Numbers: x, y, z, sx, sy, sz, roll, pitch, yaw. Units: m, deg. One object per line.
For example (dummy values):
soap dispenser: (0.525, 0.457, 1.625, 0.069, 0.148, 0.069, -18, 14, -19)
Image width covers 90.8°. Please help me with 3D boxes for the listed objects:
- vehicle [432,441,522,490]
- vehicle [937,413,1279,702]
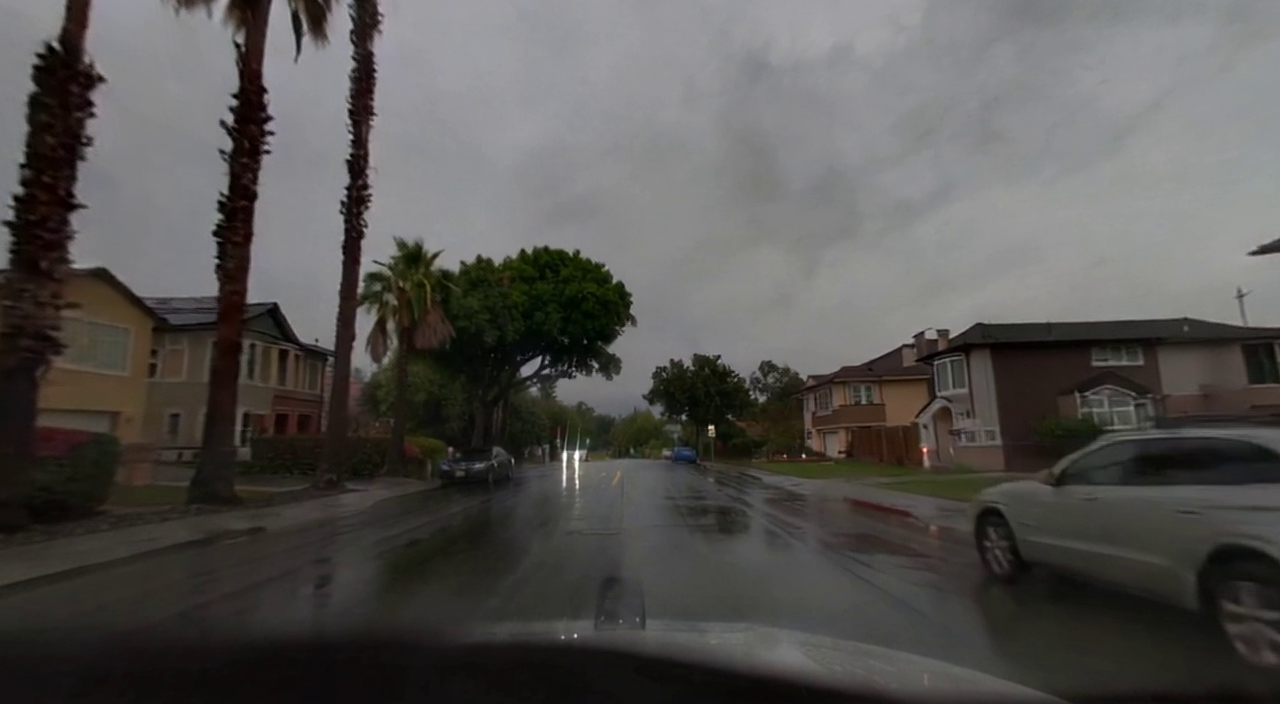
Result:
vehicle: (-5.726, 4.006, 22.859, 2.079, 1.486, 4.877, -2, -8, -2)
vehicle: (4.433, 1.325, 4.849, 1.991, 1.554, 4.501, 0, -8, -2)
